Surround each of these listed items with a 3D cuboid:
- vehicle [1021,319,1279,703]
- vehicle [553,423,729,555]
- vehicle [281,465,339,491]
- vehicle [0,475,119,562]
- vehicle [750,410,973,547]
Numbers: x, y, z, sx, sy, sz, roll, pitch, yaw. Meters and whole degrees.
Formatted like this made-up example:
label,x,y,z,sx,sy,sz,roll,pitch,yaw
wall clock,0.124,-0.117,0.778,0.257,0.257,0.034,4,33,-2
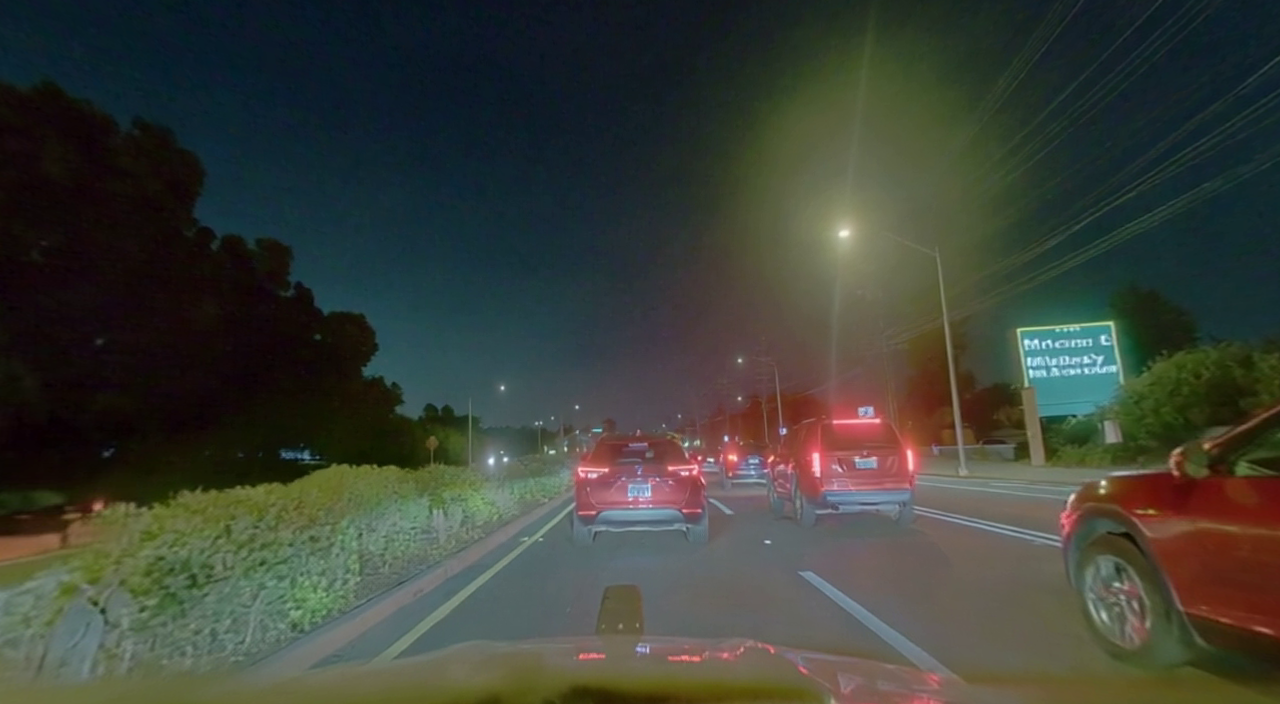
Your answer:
label,x,y,z,sx,sy,sz,roll,pitch,yaw
vehicle,3.525,0.654,1.960,2.001,1.707,4.250,0,-8,0
vehicle,-0.015,2.044,10.129,2.199,1.641,4.232,0,-8,-1
vehicle,-22.668,8.642,43.500,1.847,1.554,3.926,0,-8,0
vehicle,-12.923,3.210,12.043,1.960,1.491,4.700,0,-8,0
vehicle,3.378,2.034,10.843,2.097,1.818,4.625,0,-8,0
